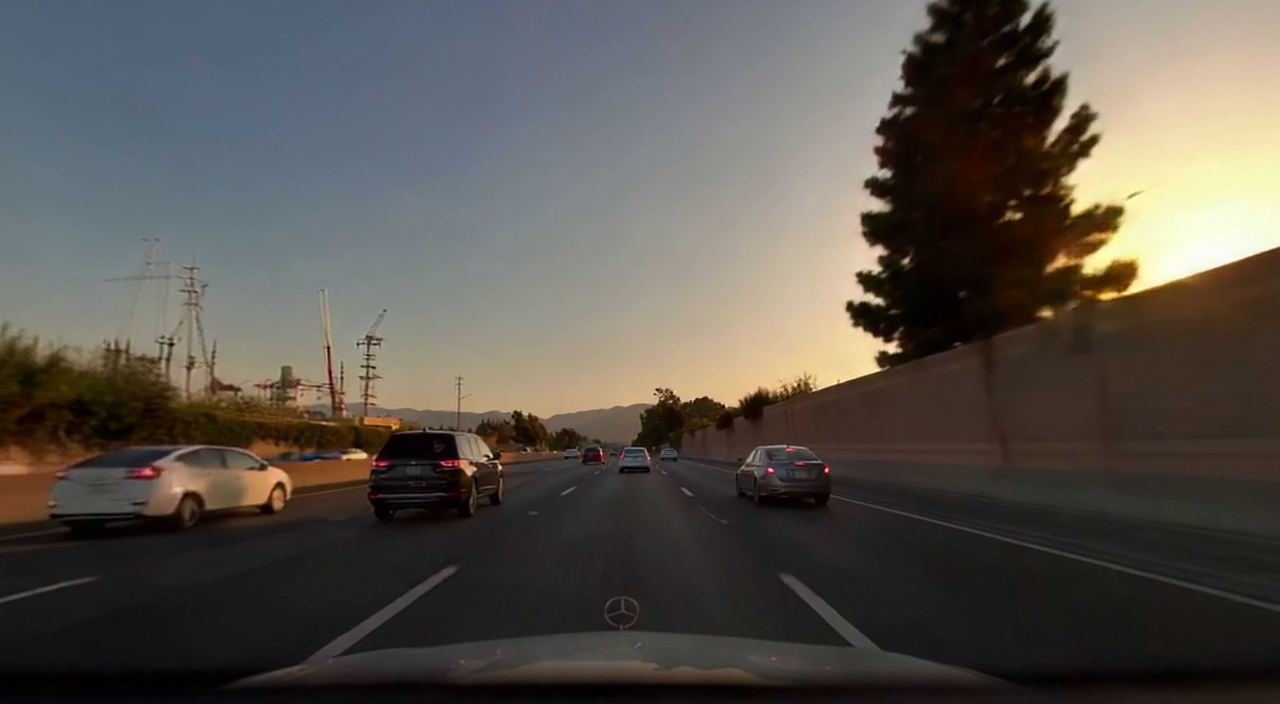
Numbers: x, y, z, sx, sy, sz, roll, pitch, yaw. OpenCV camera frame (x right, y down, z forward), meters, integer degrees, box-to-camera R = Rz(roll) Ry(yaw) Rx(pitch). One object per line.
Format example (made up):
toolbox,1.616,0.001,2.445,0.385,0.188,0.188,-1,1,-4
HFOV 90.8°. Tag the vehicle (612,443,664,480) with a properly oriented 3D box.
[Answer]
vehicle,-0.107,4.635,27.016,2.045,1.452,4.040,0,-8,-1

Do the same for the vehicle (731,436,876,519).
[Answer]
vehicle,3.360,2.661,14.038,1.917,1.507,4.540,0,-8,-1

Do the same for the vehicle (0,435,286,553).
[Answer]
vehicle,-7.933,2.122,10.210,1.908,1.476,4.342,0,-8,0

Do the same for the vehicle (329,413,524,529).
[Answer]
vehicle,-3.700,2.165,11.979,2.121,1.775,4.335,0,-8,0
